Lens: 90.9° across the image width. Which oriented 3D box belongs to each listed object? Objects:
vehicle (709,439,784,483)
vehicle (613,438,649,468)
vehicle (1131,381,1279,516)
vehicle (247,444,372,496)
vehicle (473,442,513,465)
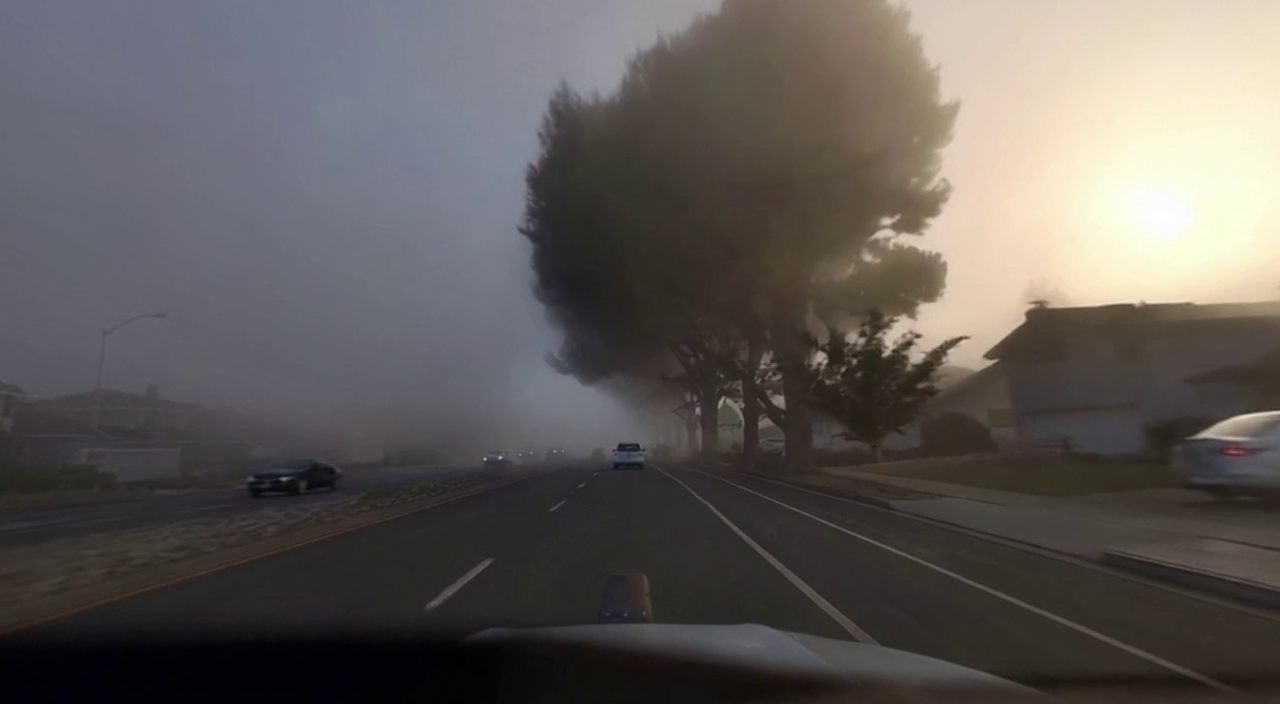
[{"bbox_3d":[4.003,4.164,24.490,2.045,1.517,4.394,0,-8,-1],"label":"vehicle"},{"bbox_3d":[-0.575,5.928,37.281,2.024,1.655,4.301,0,-8,-2],"label":"vehicle"},{"bbox_3d":[11.553,1.464,9.761,5.876,1.828,2.268,0,-8,1],"label":"vehicle"},{"bbox_3d":[-11.664,4.153,22.649,2.065,1.644,4.412,-1,-8,0],"label":"vehicle"},{"bbox_3d":[-11.372,7.879,48.973,2.007,1.689,4.541,0,-8,0],"label":"vehicle"}]
